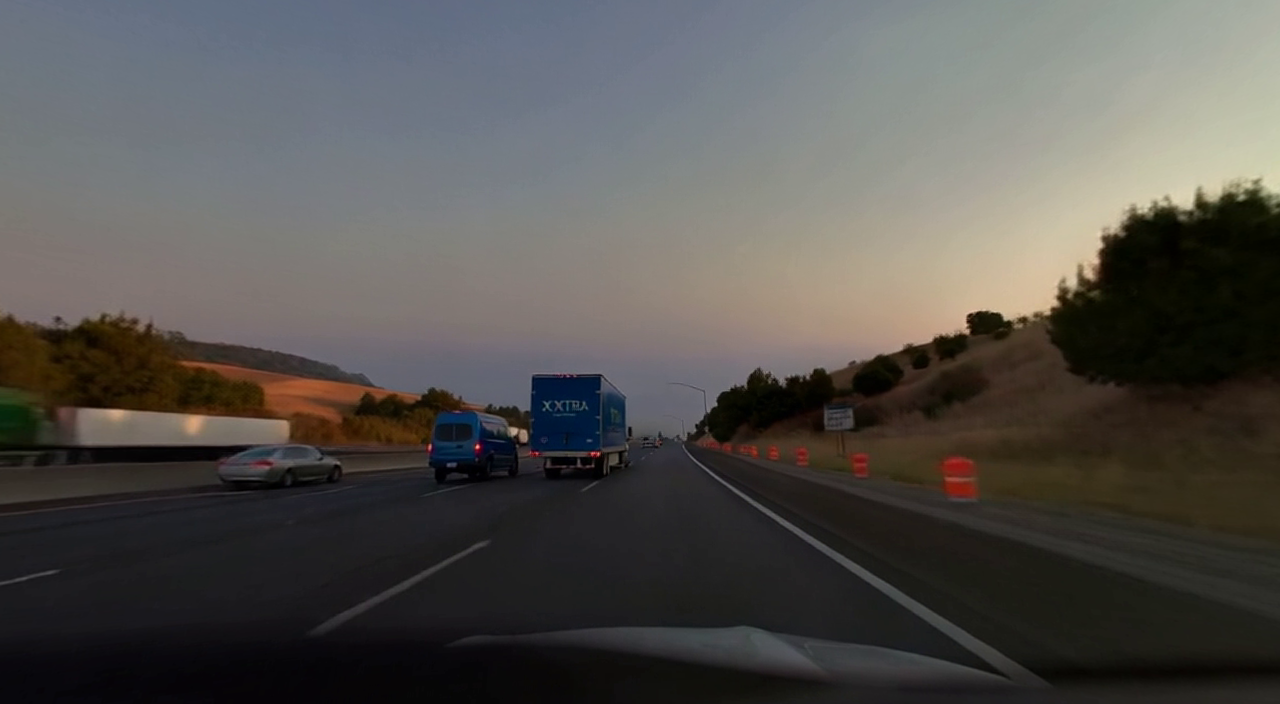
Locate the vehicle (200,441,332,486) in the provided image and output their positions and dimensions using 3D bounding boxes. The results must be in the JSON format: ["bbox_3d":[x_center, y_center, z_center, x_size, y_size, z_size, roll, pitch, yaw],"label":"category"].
[{"bbox_3d":[-13.868,4.141,23.733,1.901,1.487,4.622,0,-8,4],"label":"vehicle"}]

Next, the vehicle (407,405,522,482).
[{"bbox_3d":[-6.626,3.592,24.778,2.469,2.615,5.874,0,-8,3],"label":"vehicle"}]

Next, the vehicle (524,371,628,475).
[{"bbox_3d":[-2.557,3.461,29.260,3.183,4.011,9.617,0,-9,4],"label":"vehicle"}]

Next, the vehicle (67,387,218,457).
[{"bbox_3d":[-27.891,4.069,35.798,2.985,3.637,6.298,0,-8,4],"label":"vehicle"}]
